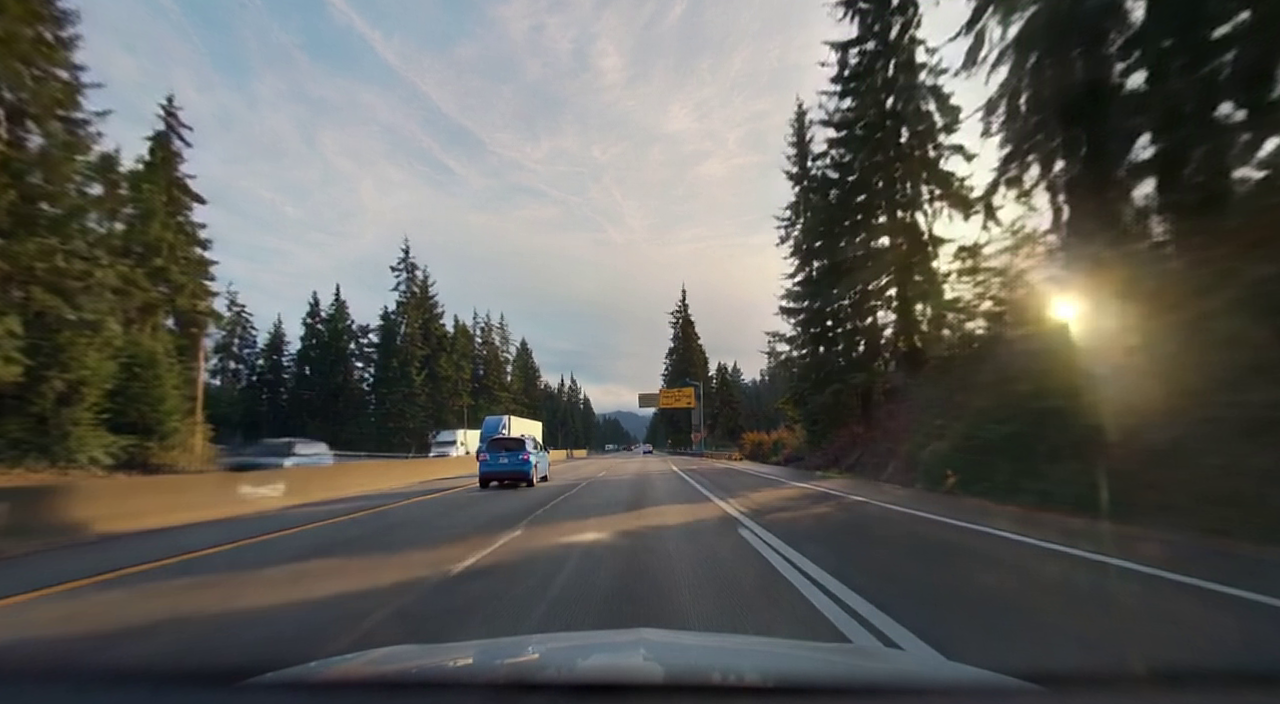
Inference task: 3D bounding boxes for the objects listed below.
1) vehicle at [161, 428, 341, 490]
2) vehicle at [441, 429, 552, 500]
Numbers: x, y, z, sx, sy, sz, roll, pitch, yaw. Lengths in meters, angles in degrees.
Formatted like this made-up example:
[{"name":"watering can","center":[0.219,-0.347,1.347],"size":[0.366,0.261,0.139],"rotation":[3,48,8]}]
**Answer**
[{"name":"vehicle","center":[-13.586,3.794,22.770],"size":[2.516,1.910,6.199],"rotation":[-1,-8,1]},{"name":"vehicle","center":[-3.949,3.172,18.212],"size":[2.084,1.752,4.479],"rotation":[-1,-8,1]}]
